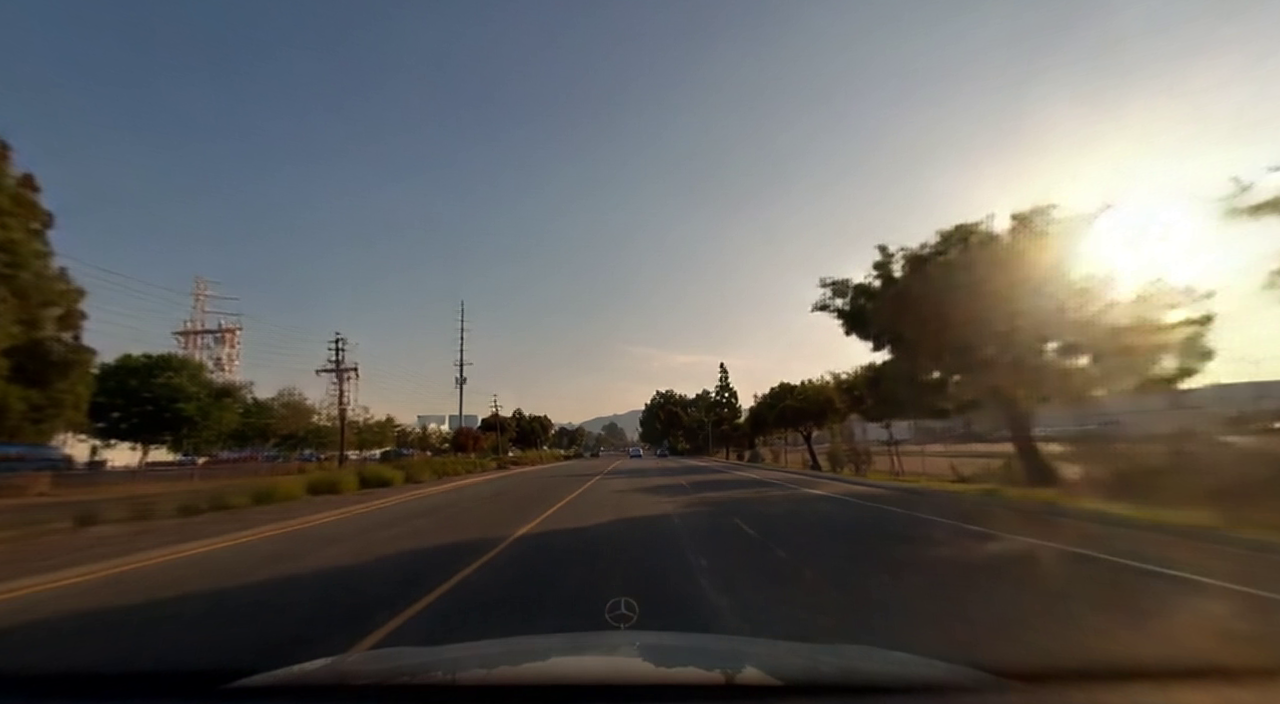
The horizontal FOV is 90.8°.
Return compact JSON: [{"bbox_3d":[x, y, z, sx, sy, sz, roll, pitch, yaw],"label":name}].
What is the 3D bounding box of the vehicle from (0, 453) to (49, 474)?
[{"bbox_3d":[-50.101,8.751,49.596,5.134,1.600,2.161,-1,-9,1],"label":"vehicle"}]
